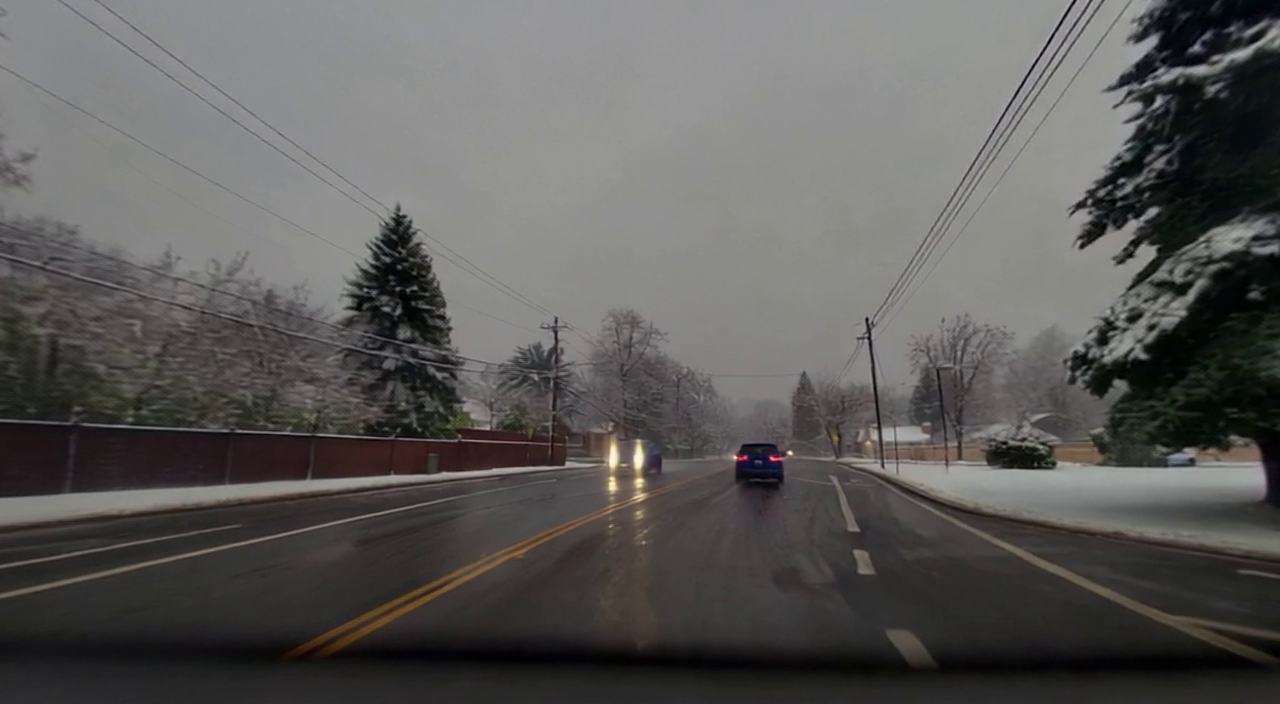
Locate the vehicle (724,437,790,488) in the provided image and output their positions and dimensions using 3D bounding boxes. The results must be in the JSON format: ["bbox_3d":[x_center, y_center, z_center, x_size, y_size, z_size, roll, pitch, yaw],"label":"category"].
[{"bbox_3d":[4.327,4.006,23.194,2.139,1.699,3.916,-2,-9,12],"label":"vehicle"}]

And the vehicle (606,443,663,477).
[{"bbox_3d":[-0.214,5.756,33.978,2.226,1.664,4.342,-2,-9,11],"label":"vehicle"}]
